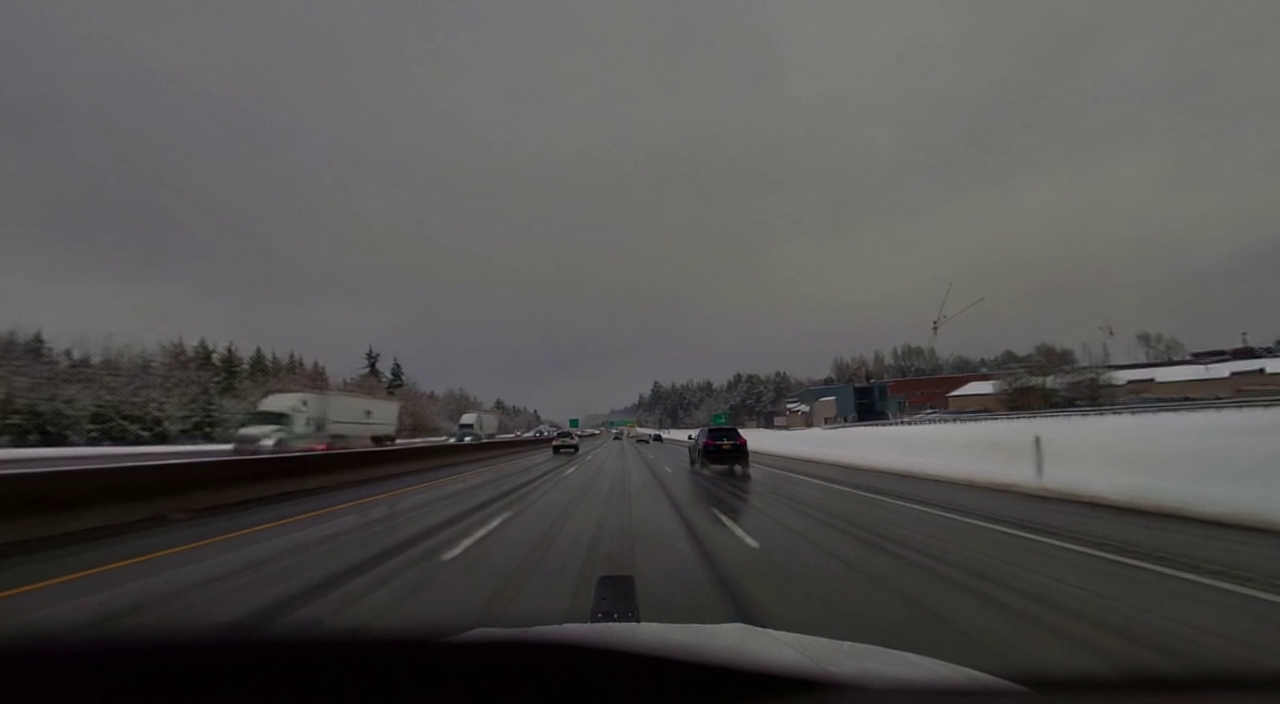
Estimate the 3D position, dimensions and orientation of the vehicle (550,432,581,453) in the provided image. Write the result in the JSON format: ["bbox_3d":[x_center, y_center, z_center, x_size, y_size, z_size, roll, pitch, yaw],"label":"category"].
[{"bbox_3d":[-5.657,6.935,48.458,1.996,1.518,4.229,0,-8,-2],"label":"vehicle"}]

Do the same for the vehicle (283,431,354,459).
[{"bbox_3d":[-17.312,5.005,34.119,1.885,1.441,3.879,0,-8,-1],"label":"vehicle"}]

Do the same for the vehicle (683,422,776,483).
[{"bbox_3d":[2.582,3.014,19.218,2.022,1.637,4.229,0,-8,-3],"label":"vehicle"}]

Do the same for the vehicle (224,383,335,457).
[{"bbox_3d":[-21.023,4.099,37.221,3.007,3.981,5.933,0,-8,-2],"label":"vehicle"}]

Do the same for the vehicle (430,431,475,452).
[{"bbox_3d":[-14.053,6.725,47.527,2.037,1.495,4.668,0,-8,-1],"label":"vehicle"}]
